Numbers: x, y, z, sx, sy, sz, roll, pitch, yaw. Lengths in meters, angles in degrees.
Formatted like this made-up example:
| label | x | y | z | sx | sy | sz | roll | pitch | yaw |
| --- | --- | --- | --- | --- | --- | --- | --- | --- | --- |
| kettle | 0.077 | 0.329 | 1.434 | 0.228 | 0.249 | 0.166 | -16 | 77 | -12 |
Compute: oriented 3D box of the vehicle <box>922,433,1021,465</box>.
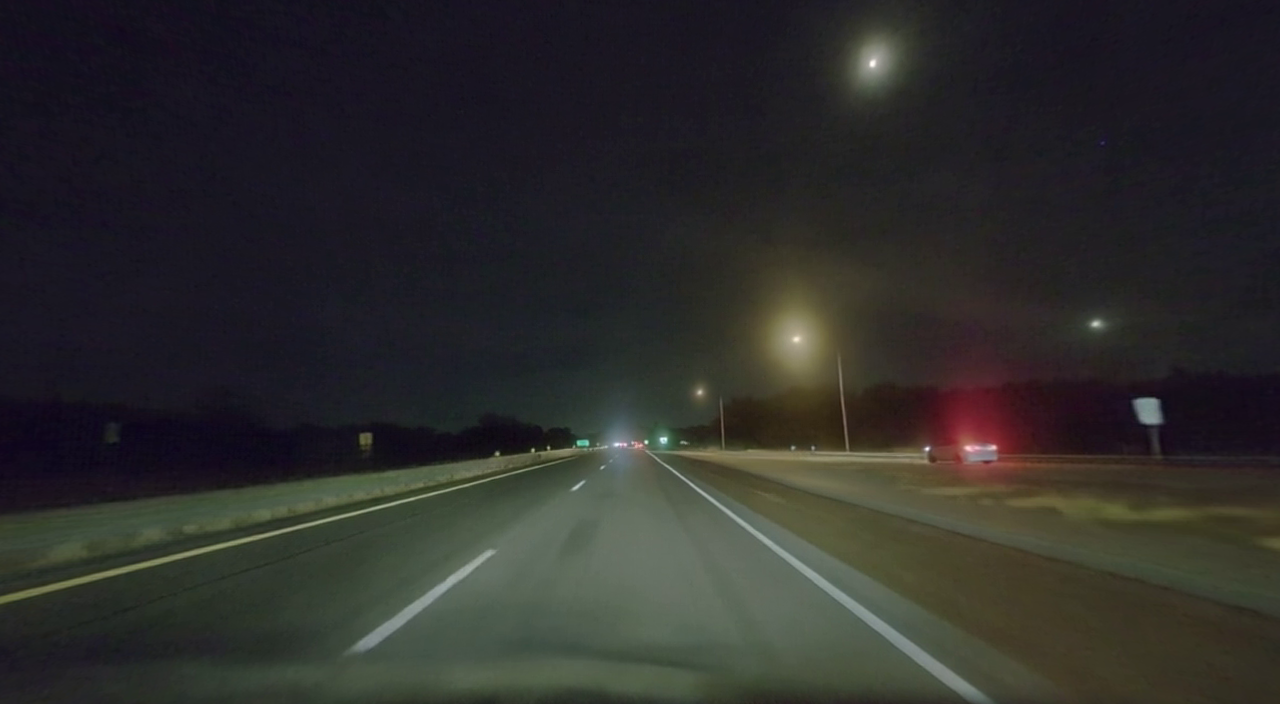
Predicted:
| label | x | y | z | sx | sy | sz | roll | pitch | yaw |
| --- | --- | --- | --- | --- | --- | --- | --- | --- | --- |
| vehicle | 21.265 | 6.231 | 40.672 | 2.328 | 1.916 | 5.227 | 3 | -9 | -23 |
